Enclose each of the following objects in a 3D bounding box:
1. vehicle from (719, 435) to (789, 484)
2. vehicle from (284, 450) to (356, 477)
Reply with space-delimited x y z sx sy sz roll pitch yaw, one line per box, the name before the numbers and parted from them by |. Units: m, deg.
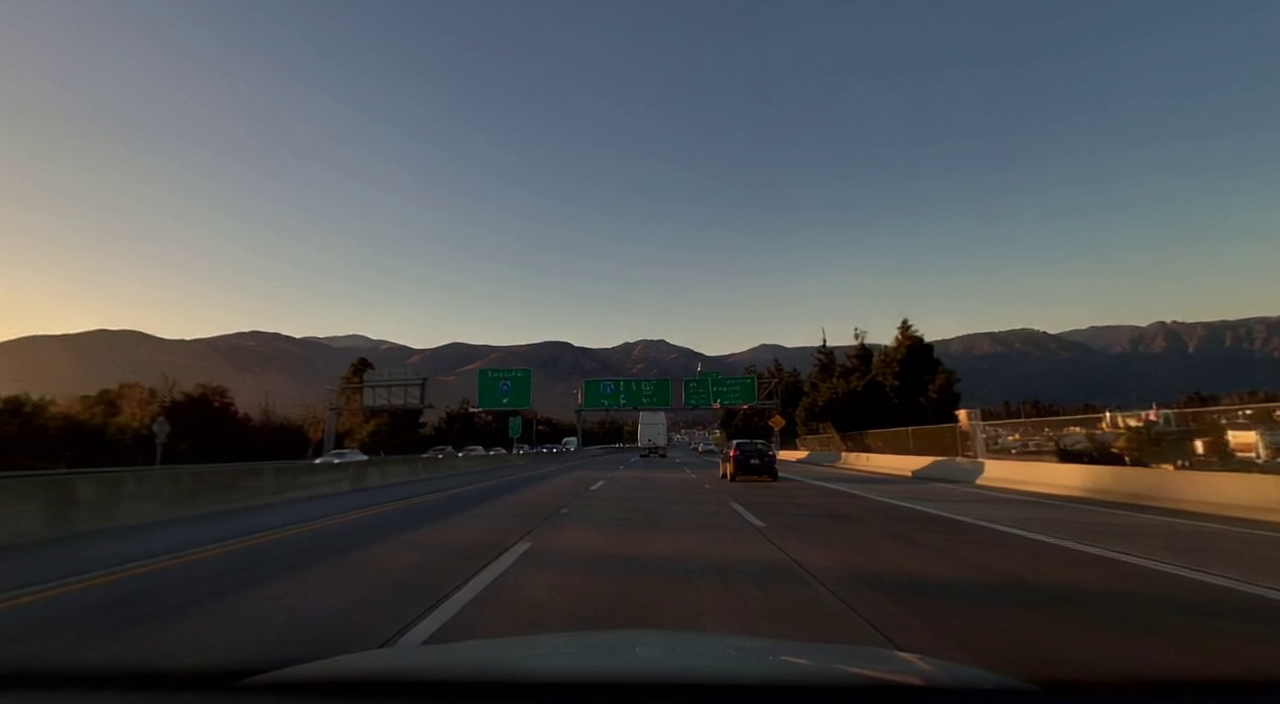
vehicle | 4.143 3.962 23.500 1.880 1.624 3.941 0 -8 0
vehicle | -19.301 6.713 38.262 1.884 1.455 4.553 -1 -8 2
